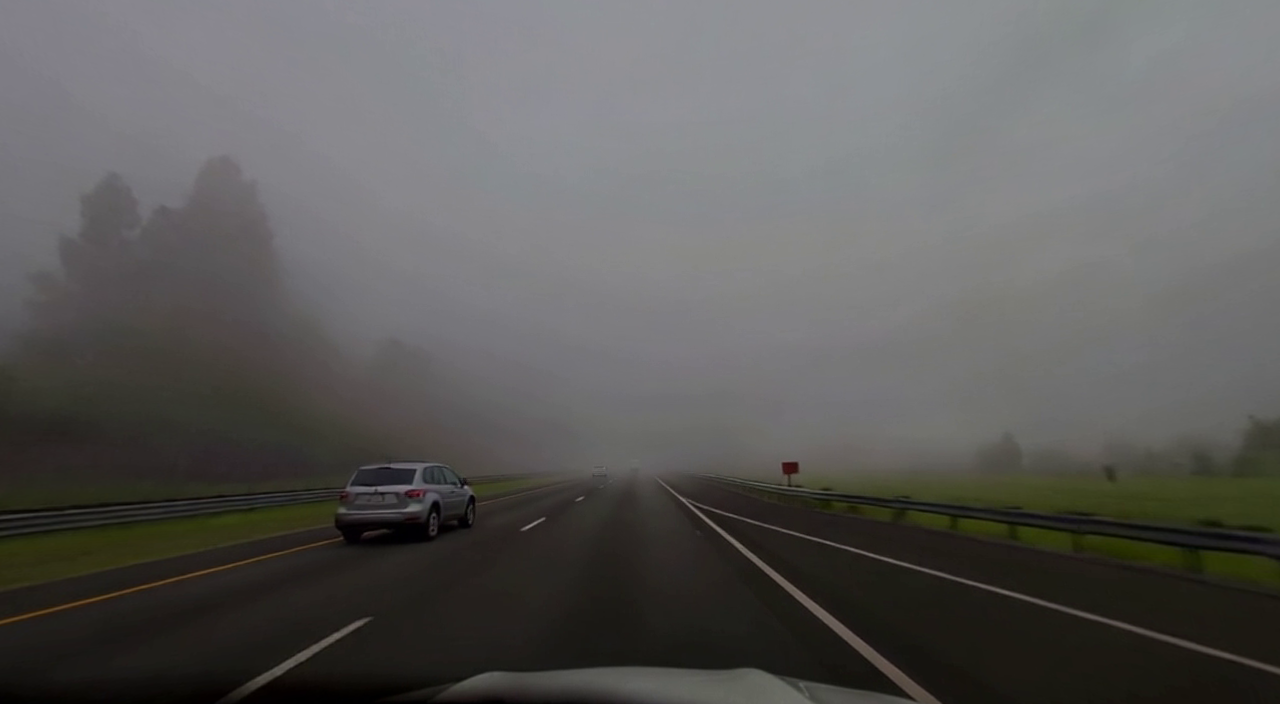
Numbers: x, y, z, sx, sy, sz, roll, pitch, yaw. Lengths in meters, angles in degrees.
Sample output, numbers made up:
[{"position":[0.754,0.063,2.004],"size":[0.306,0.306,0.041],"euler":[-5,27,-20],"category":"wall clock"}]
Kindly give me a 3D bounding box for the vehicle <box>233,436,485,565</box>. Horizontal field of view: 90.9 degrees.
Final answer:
[{"position":[-4.169,2.331,10.484],"size":[1.928,1.593,4.871],"euler":[1,-10,0],"category":"vehicle"}]
